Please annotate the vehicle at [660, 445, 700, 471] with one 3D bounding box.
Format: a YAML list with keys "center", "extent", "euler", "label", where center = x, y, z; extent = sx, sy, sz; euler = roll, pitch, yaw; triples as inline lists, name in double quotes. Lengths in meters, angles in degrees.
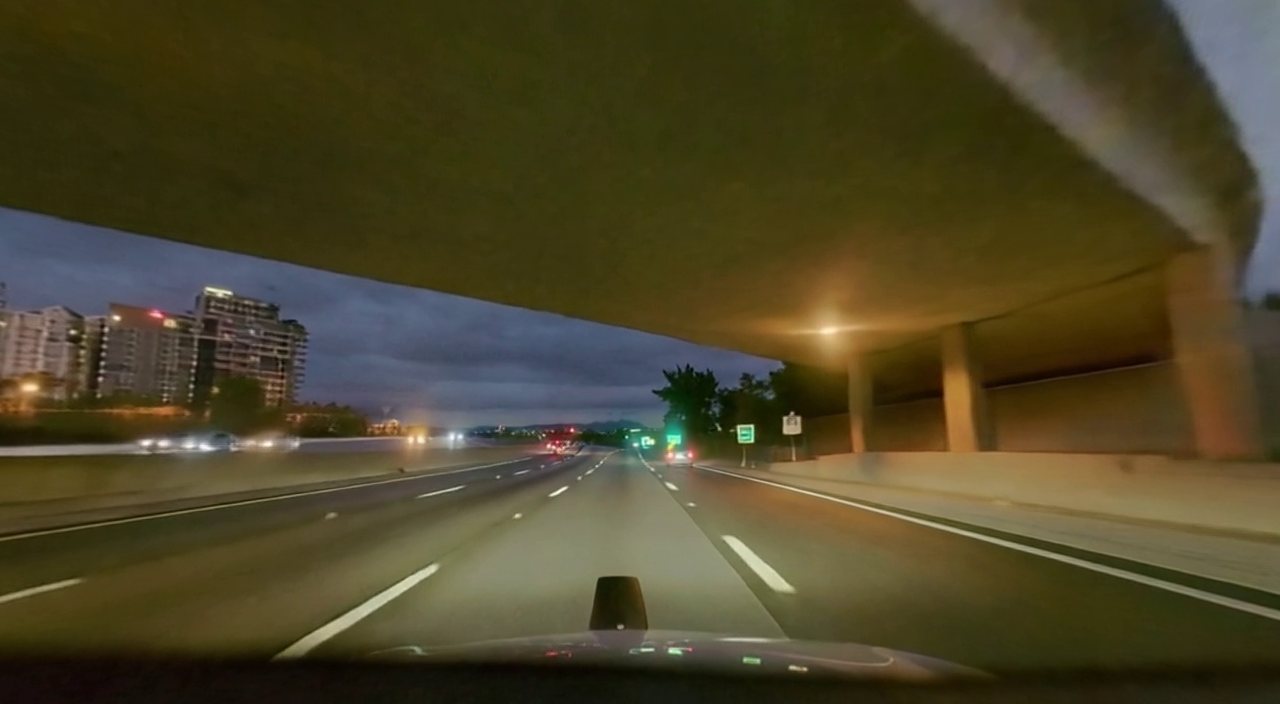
- center: [2.426, 6.597, 39.615]
  extent: [2.059, 1.509, 4.670]
  euler: [0, -8, -2]
  label: "vehicle"
